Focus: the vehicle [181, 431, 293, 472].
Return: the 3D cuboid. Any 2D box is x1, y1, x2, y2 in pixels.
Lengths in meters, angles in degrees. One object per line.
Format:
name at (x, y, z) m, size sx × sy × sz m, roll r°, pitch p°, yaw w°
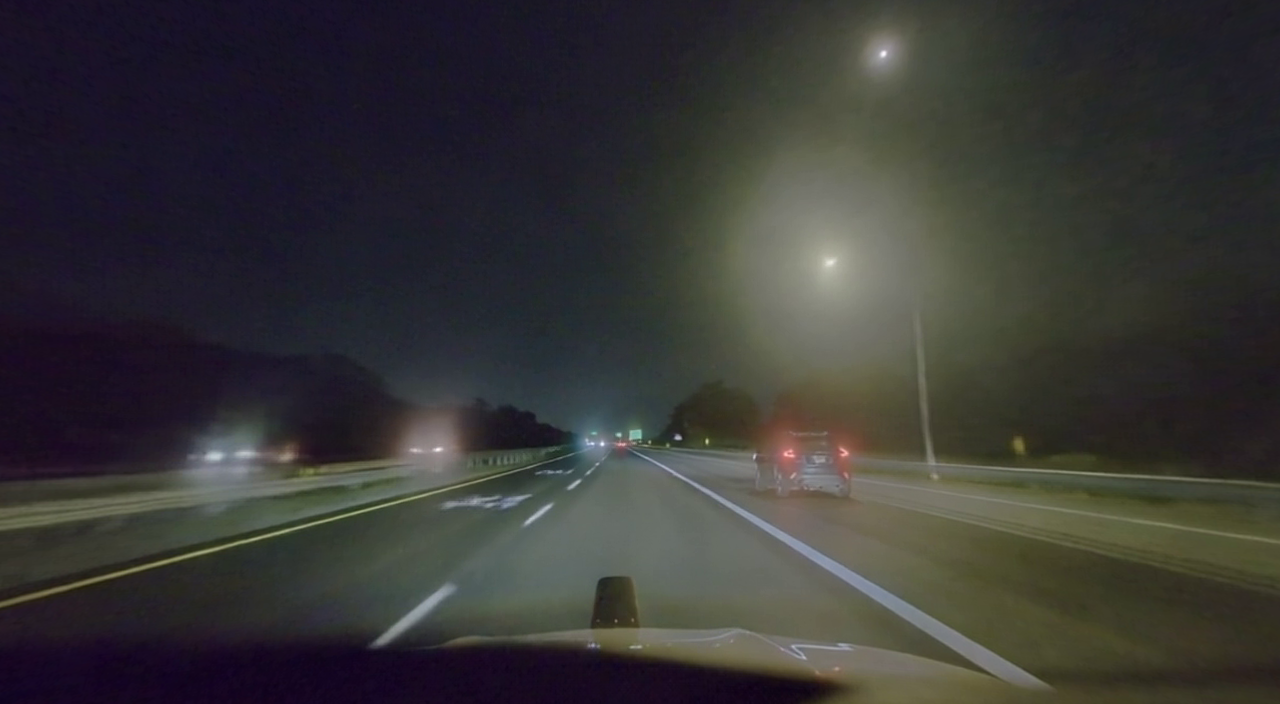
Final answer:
vehicle at (-16.795, 4.154, 26.510) m, size 1.877 × 1.573 × 4.360 m, roll 0°, pitch -8°, yaw -1°
